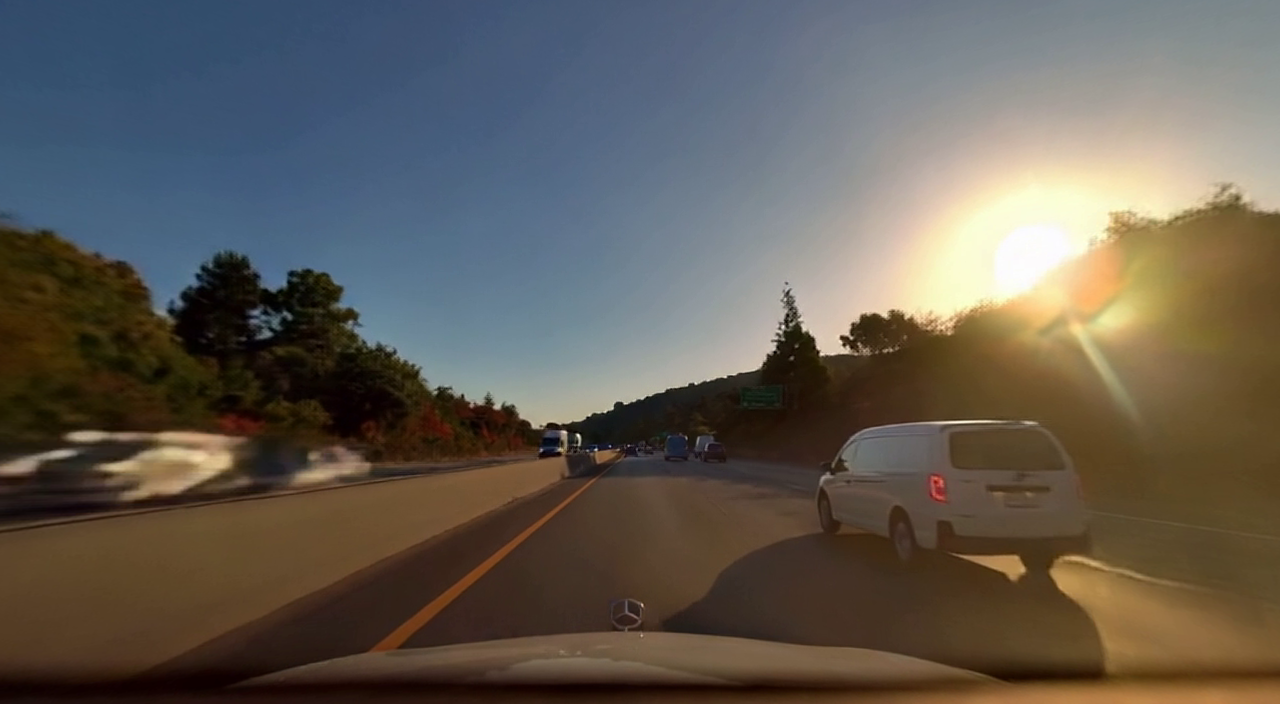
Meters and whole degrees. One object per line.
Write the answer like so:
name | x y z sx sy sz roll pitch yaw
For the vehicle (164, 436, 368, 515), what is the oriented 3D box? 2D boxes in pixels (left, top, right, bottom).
vehicle | -8.226 2.739 14.506 1.937 1.499 4.518 0 -9 0

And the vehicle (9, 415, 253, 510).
vehicle | -12.356 2.726 15.919 2.125 1.987 4.809 0 -9 0

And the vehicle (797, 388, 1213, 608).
vehicle | 3.513 1.522 7.426 2.070 1.751 4.576 0 -9 -1
